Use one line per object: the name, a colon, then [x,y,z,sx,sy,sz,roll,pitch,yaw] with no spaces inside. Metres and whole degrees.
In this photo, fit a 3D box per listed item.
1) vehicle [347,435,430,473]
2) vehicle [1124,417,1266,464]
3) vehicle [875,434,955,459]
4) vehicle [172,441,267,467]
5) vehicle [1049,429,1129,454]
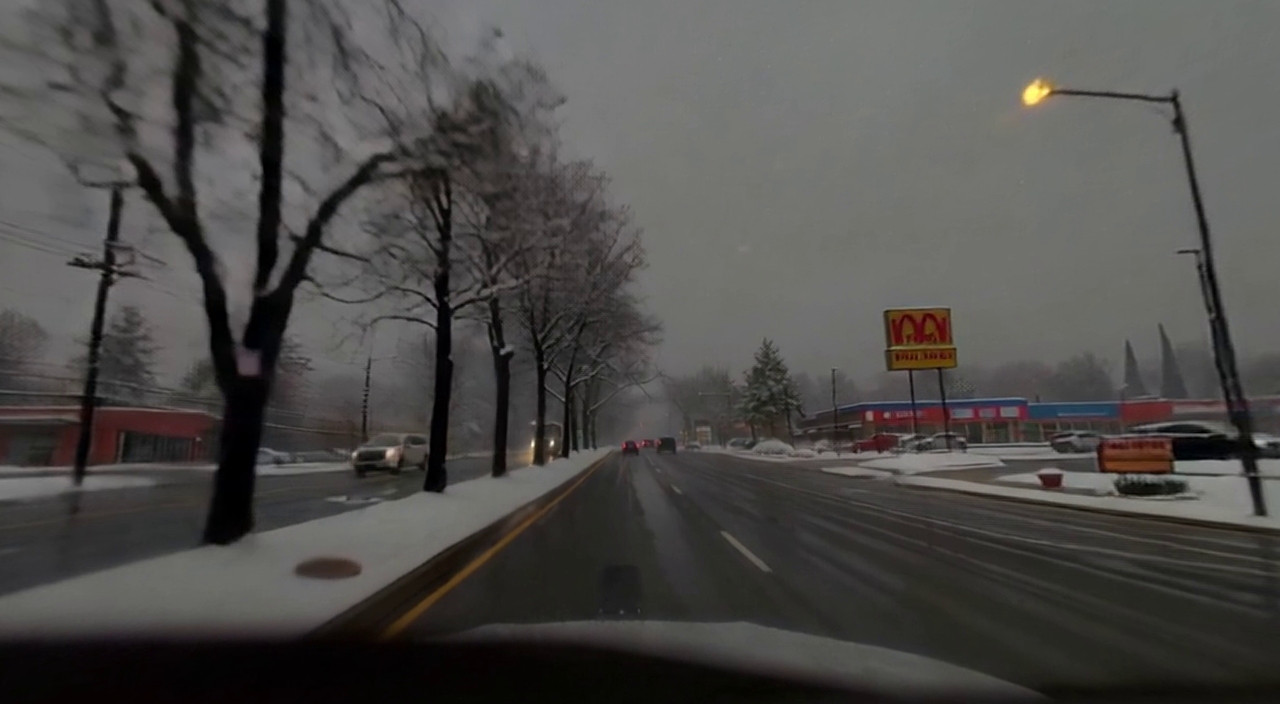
vehicle: [-12.823,5.222,32.644,2.057,1.795,5.300,0,-8,1]
vehicle: [24.674,4.023,28.405,2.136,1.872,4.695,-1,-9,2]
vehicle: [17.848,6.176,41.131,4.264,1.428,1.822,-3,-9,4]
vehicle: [-28.808,7.019,43.404,4.886,1.698,2.224,0,-8,-3]
vehicle: [32.888,6.580,46.457,2.083,1.716,5.134,0,-8,0]
